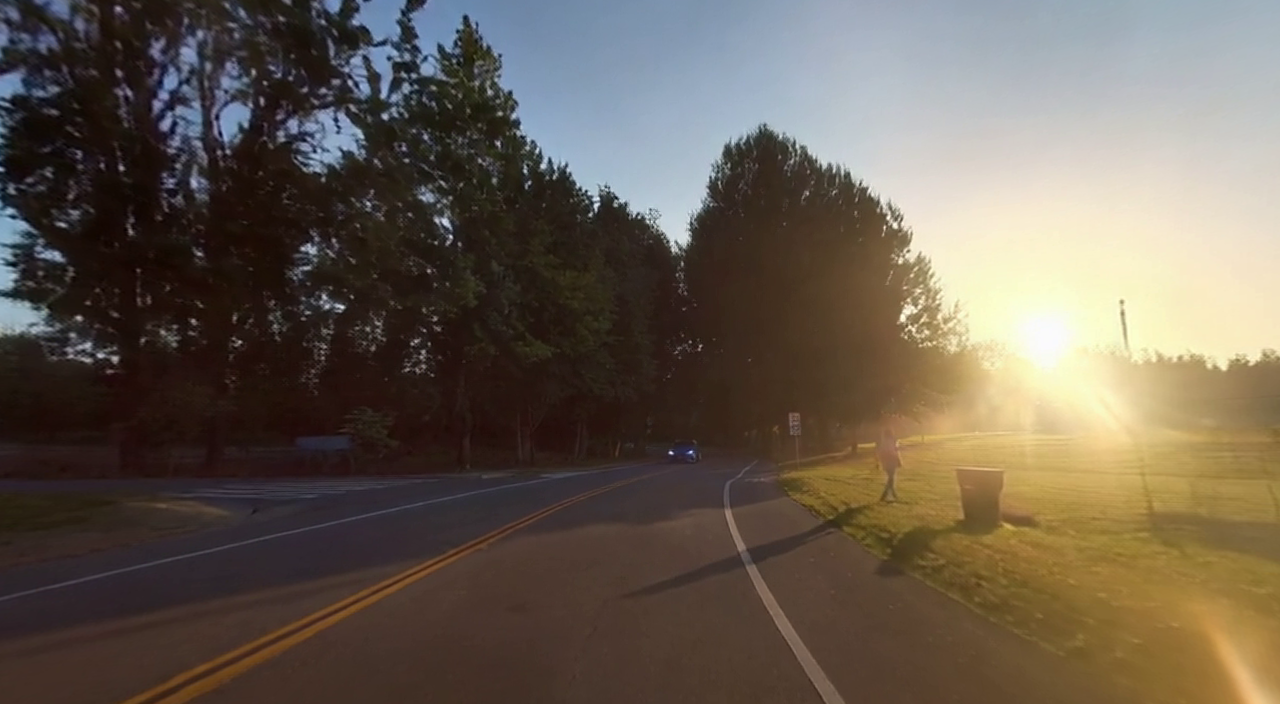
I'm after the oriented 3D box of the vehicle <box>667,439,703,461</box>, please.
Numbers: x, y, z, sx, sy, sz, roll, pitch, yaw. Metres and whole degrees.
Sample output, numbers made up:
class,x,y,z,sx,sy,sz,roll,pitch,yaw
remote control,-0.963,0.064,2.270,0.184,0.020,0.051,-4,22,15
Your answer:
class,x,y,z,sx,sy,sz,roll,pitch,yaw
vehicle,3.361,7.228,46.701,2.190,1.499,4.209,-2,-8,10
